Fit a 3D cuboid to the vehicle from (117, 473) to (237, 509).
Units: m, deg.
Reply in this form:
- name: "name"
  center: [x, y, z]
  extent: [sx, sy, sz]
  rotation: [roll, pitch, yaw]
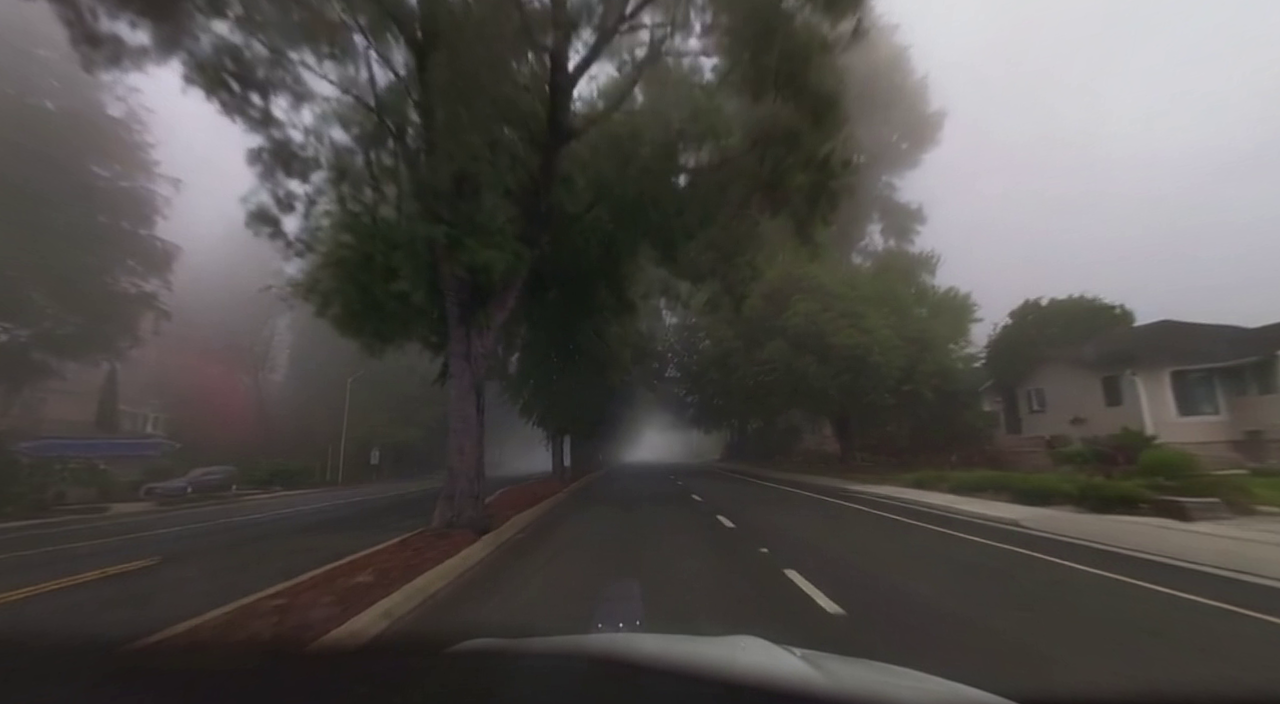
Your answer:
- name: "vehicle"
  center: [-26.304, 7.911, 36.027]
  extent: [5.040, 1.748, 2.186]
  rotation: [-1, -9, -1]
